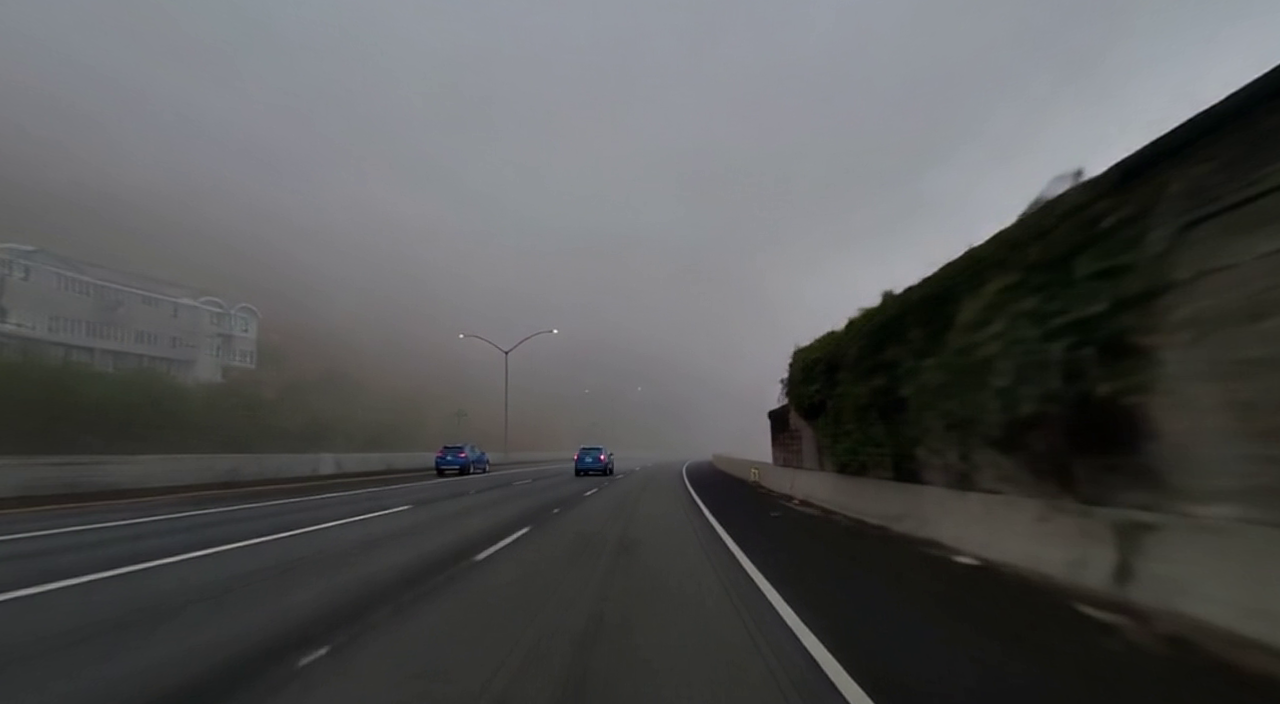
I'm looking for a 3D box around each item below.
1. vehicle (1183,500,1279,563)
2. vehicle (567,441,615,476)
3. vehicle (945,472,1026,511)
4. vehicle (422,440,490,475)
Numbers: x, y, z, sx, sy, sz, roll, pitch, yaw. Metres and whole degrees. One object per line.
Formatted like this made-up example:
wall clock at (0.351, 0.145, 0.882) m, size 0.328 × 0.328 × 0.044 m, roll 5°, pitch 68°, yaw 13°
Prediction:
vehicle at (20.003, 5.671, 19.964) m, size 1.786 × 1.559 × 4.496 m, roll -1°, pitch -8°, yaw 3°
vehicle at (-2.601, 5.788, 34.452) m, size 2.028 × 1.782 × 4.150 m, roll -1°, pitch -8°, yaw 4°
vehicle at (25.579, 10.311, 47.065) m, size 2.775 × 2.408 × 6.139 m, roll -1°, pitch -8°, yaw 3°
vehicle at (-9.820, 5.648, 34.081) m, size 2.039 × 1.746 × 4.528 m, roll -1°, pitch -8°, yaw 4°
